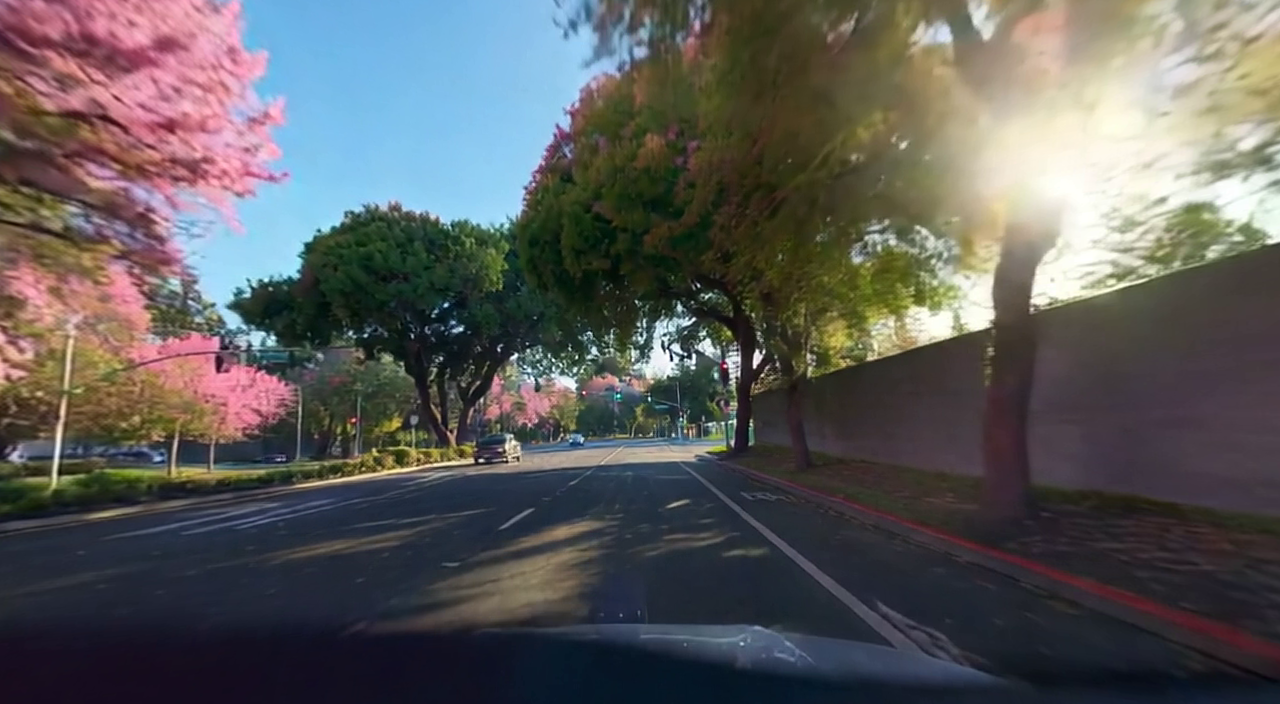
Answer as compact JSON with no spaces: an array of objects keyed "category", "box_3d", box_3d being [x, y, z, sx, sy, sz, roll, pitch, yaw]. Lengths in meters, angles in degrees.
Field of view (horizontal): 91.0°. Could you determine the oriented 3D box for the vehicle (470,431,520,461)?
[{"category":"vehicle","box_3d":[-7.896,5.168,34.727,1.783,1.501,4.307,0,-8,-1]}]
